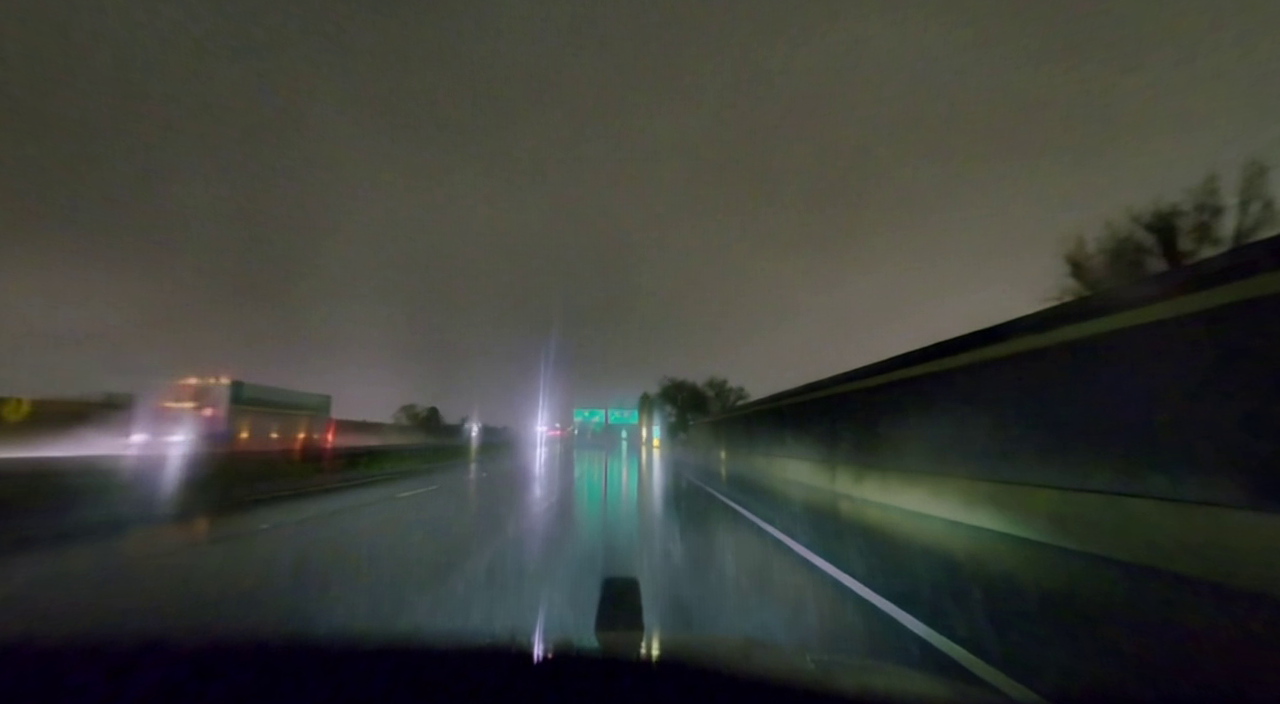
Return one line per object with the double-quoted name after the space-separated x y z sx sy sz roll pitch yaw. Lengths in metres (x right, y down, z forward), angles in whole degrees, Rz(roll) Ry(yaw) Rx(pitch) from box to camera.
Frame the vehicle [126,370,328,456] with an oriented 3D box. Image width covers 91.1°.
-23.388 3.914 37.259 2.962 4.104 13.904 0 -8 -2 "vehicle"
